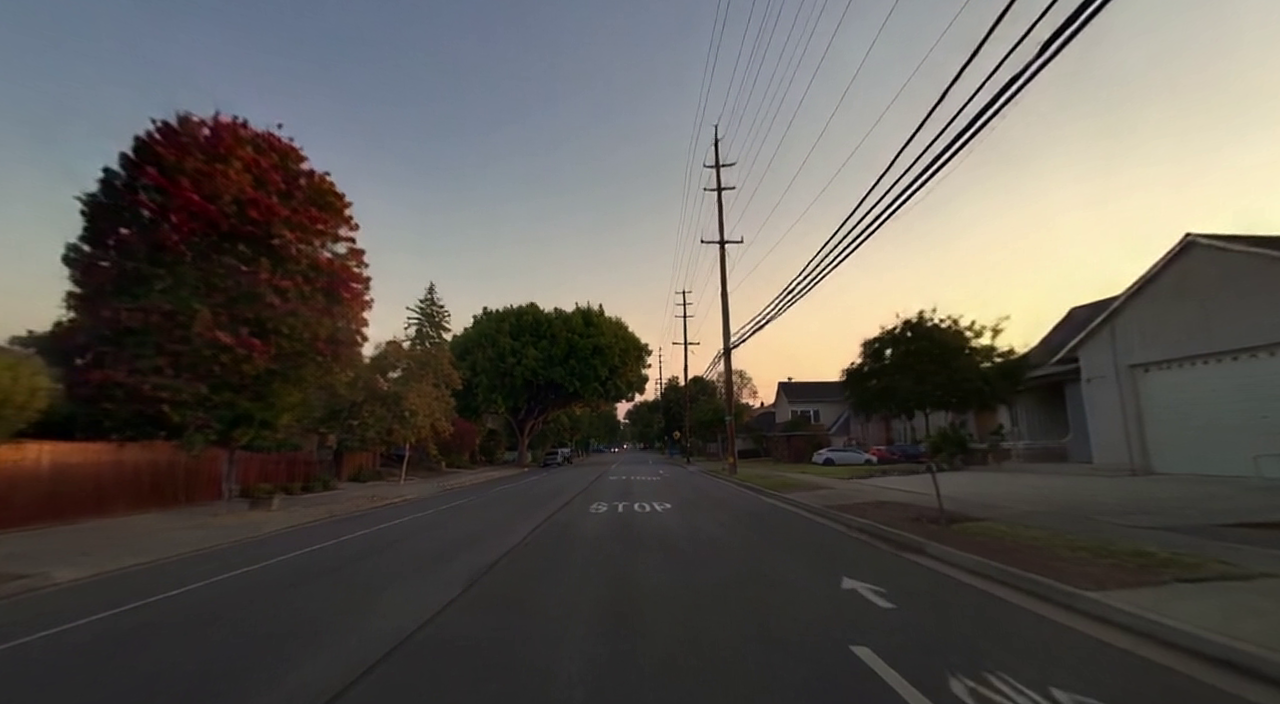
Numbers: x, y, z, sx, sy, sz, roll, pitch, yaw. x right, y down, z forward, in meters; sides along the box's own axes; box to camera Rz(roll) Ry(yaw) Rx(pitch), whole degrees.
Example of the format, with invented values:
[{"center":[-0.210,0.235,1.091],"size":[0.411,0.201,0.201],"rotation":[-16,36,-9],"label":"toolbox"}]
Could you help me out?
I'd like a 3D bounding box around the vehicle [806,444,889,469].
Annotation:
[{"center":[13.561,6.834,41.382],"size":[4.624,1.420,2.045],"rotation":[-1,-9,-6],"label":"vehicle"}]
